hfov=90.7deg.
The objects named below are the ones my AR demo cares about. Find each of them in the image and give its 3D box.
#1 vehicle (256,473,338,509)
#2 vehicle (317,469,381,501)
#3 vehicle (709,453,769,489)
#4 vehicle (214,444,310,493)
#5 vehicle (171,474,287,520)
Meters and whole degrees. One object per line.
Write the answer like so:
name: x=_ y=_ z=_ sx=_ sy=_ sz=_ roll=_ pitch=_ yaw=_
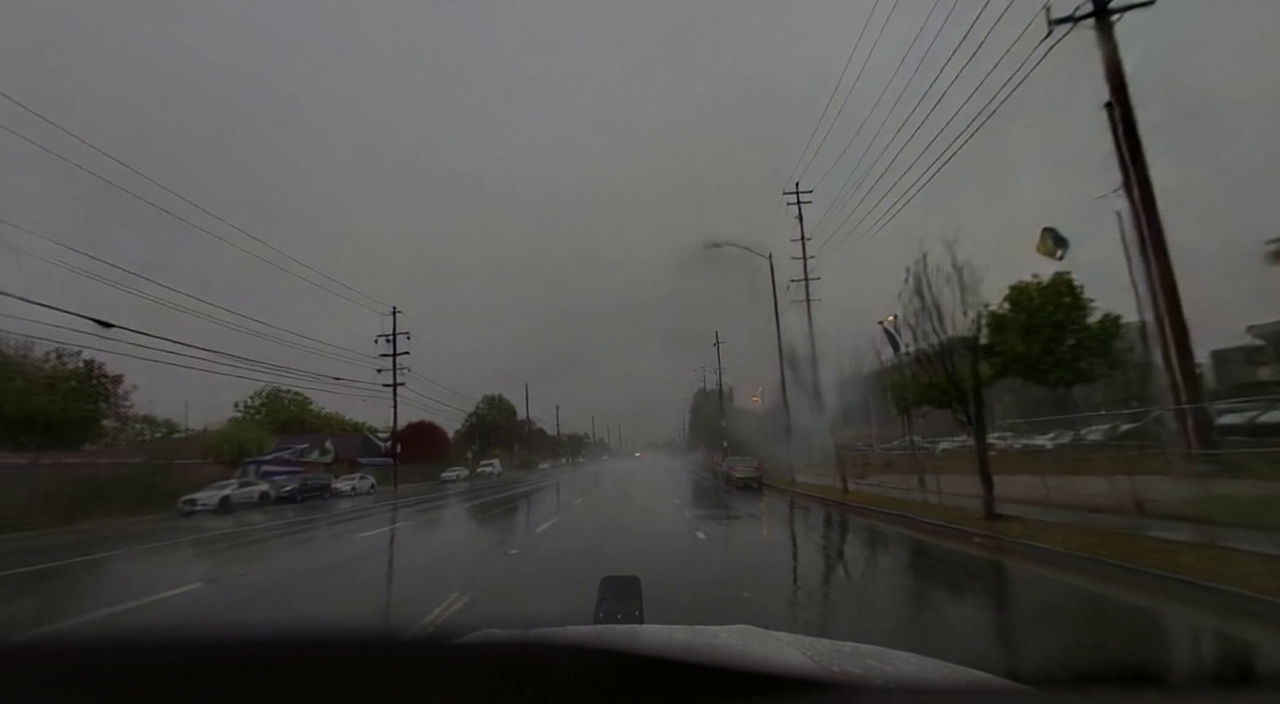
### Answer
vehicle: x=-17.437 y=7.031 z=32.398 sx=1.845 sy=1.450 sz=4.457 roll=-6 pitch=-10 yaw=-1
vehicle: x=-17.379 y=7.912 z=37.996 sx=1.852 sy=1.551 sz=4.276 roll=-6 pitch=-10 yaw=-1
vehicle: x=4.459 y=5.403 z=29.111 sx=2.002 sy=1.459 sz=4.357 roll=0 pitch=-9 yaw=0
vehicle: x=-24.789 y=7.672 z=41.717 sx=4.857 sy=2.616 sz=2.616 roll=-3 pitch=-10 yaw=-16
vehicle: x=-17.408 y=6.138 z=27.124 sx=1.892 sy=1.515 sz=4.622 roll=-6 pitch=-11 yaw=0
